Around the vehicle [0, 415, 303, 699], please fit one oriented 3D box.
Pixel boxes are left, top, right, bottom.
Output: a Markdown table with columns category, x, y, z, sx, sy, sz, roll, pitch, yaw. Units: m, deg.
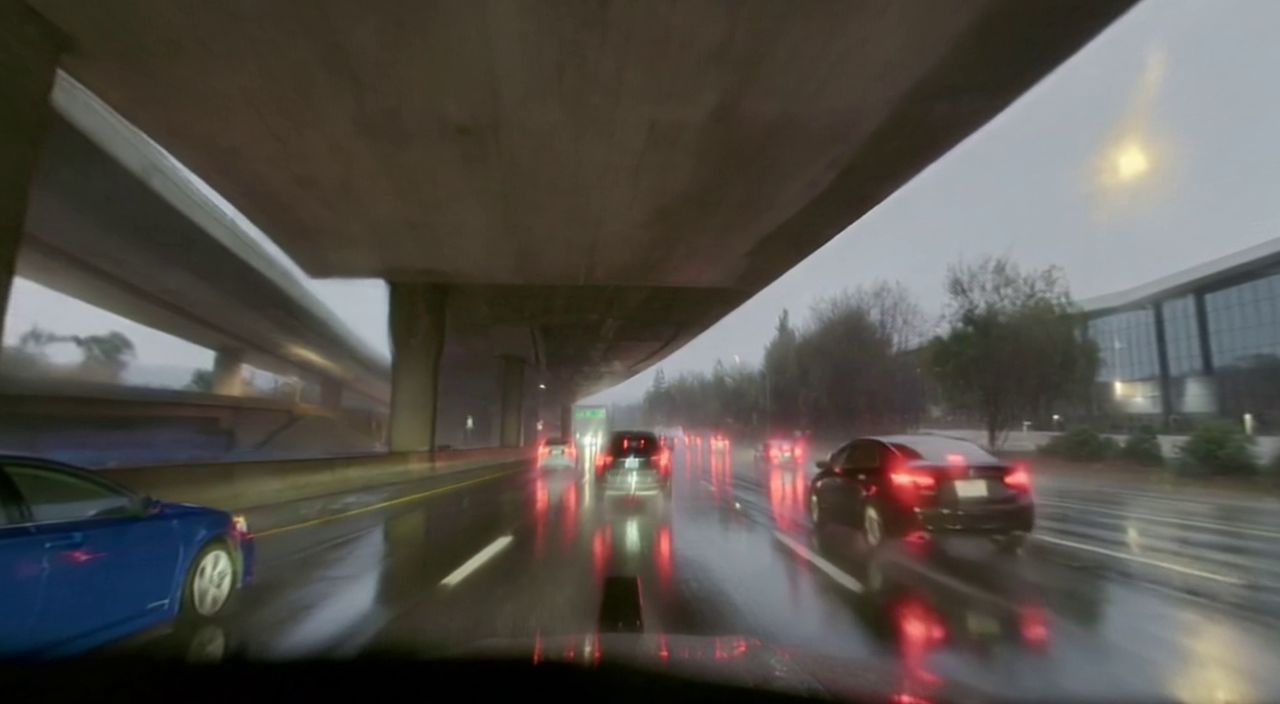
| category | x | y | z | sx | sy | sz | roll | pitch | yaw |
| --- | --- | --- | --- | --- | --- | --- | --- | --- | --- |
| vehicle | -4.340 | 1.163 | 3.921 | 1.974 | 1.478 | 4.412 | 0 | -9 | 1 |

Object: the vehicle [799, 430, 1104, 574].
| category | x | y | z | sx | sy | sz | roll | pitch | yaw |
| --- | --- | --- | --- | --- | --- | --- | --- | --- | --- |
| vehicle | 3.882 | 1.941 | 9.017 | 2.031 | 1.492 | 4.577 | 0 | -9 | 0 |

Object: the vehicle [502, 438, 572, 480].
| category | x | y | z | sx | sy | sz | roll | pitch | yaw |
| --- | --- | --- | --- | --- | --- | --- | --- | --- | --- |
| vehicle | -3.968 | 4.205 | 25.020 | 1.947 | 1.516 | 4.295 | 0 | -9 | 1 |

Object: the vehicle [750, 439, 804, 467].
| category | x | y | z | sx | sy | sz | roll | pitch | yaw |
| --- | --- | --- | --- | --- | --- | --- | --- | --- | --- |
| vehicle | 7.842 | 5.835 | 36.486 | 2.049 | 1.521 | 4.604 | 0 | -9 | -1 |

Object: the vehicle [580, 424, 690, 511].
| category | x | y | z | sx | sy | sz | roll | pitch | yaw |
| --- | --- | --- | --- | --- | --- | --- | --- | --- | --- |
| vehicle | -0.071 | 2.606 | 14.598 | 2.181 | 1.697 | 4.021 | 0 | -9 | 1 |

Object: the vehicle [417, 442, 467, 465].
| category | x | y | z | sx | sy | sz | roll | pitch | yaw |
| --- | --- | --- | --- | --- | --- | --- | --- | --- | --- |
| vehicle | -14.584 | 7.514 | 46.651 | 2.021 | 1.561 | 4.722 | 0 | -9 | 2 |
